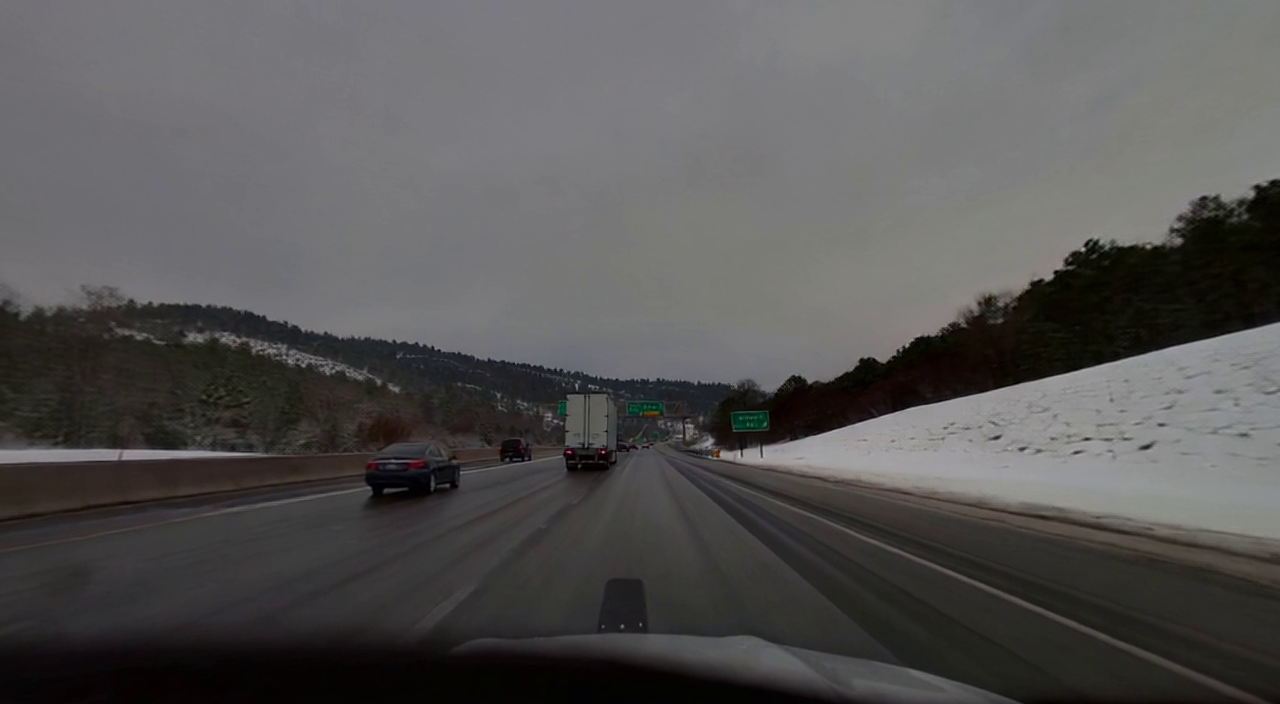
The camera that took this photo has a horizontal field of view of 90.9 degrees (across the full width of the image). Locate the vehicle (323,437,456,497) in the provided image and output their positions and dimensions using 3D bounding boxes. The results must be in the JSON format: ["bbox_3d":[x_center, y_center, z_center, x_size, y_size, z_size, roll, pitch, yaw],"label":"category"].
[{"bbox_3d":[-7.011,3.257,18.271,1.911,1.494,4.555,0,-8,1],"label":"vehicle"}]

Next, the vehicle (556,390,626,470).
[{"bbox_3d":[-2.852,5.479,42.709,3.202,4.352,16.251,0,-8,1],"label":"vehicle"}]
